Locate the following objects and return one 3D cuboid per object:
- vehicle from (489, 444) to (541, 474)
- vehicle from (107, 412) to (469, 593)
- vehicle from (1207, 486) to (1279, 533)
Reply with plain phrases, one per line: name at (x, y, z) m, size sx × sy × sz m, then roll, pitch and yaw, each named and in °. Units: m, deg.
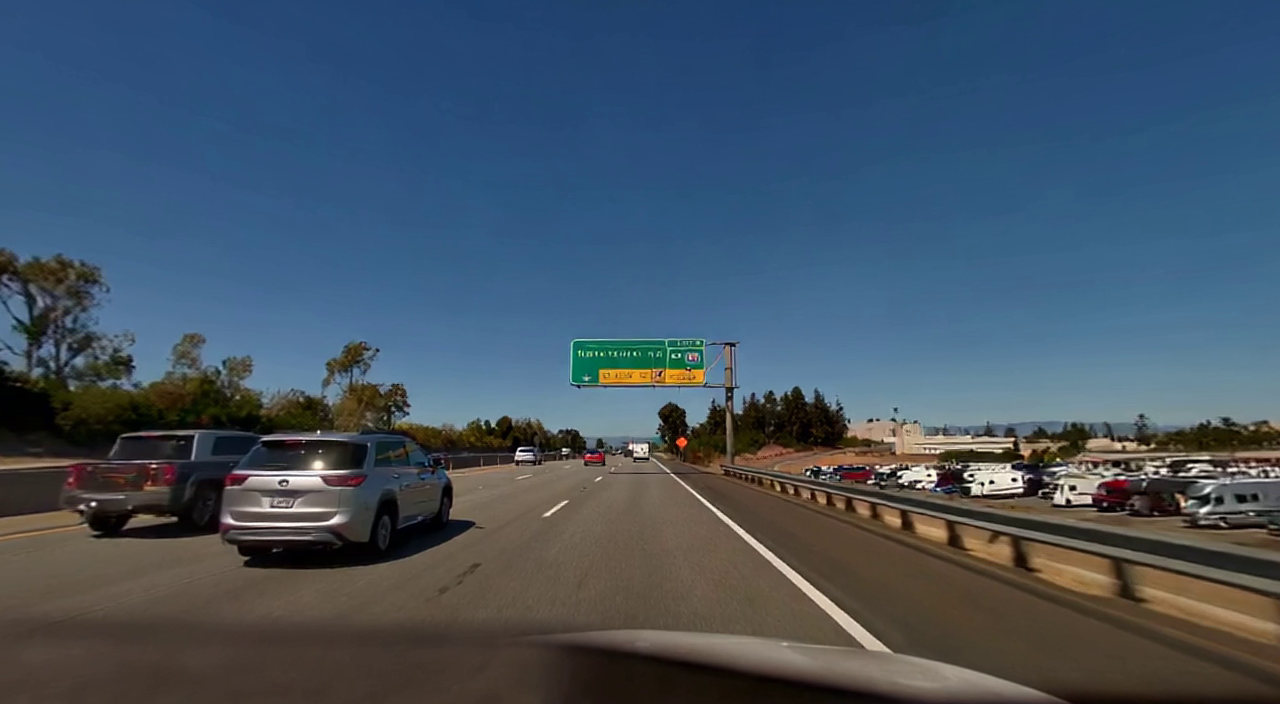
vehicle at (-7.424, 6.371, 37.777) m, size 2.046 × 1.644 × 4.422 m, roll 0°, pitch -9°, yaw 2°
vehicle at (-3.872, 1.720, 8.044) m, size 2.070 × 1.665 × 4.213 m, roll 0°, pitch -9°, yaw 1°
vehicle at (50.356, 12.357, 49.625) m, size 7.762 × 3.334 × 2.804 m, roll -1°, pitch -9°, yaw 9°
